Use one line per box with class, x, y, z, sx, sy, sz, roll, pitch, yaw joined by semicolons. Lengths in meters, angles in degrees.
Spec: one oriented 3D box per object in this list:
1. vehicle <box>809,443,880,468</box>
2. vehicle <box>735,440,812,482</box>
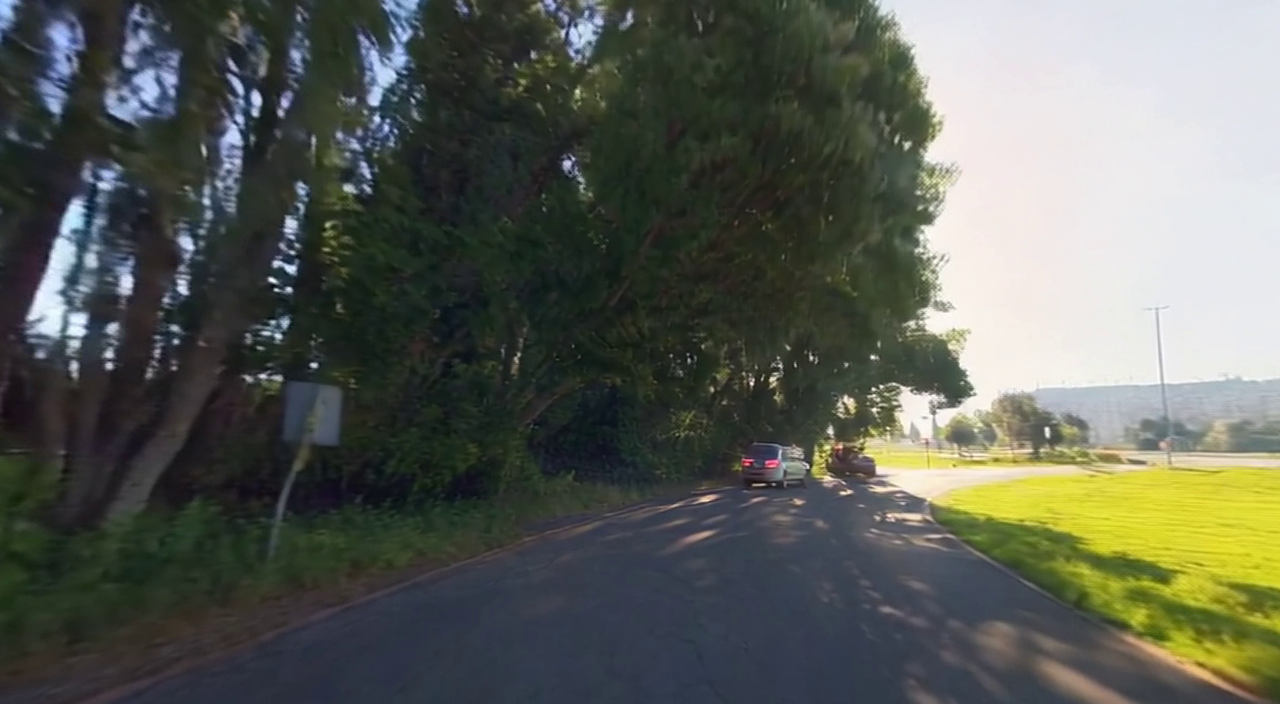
vehicle;15.744;7.961;48.537;2.135;1.775;4.988;5;-10;-31
vehicle;6.376;5.126;29.716;1.988;1.789;4.257;-4;-10;36
